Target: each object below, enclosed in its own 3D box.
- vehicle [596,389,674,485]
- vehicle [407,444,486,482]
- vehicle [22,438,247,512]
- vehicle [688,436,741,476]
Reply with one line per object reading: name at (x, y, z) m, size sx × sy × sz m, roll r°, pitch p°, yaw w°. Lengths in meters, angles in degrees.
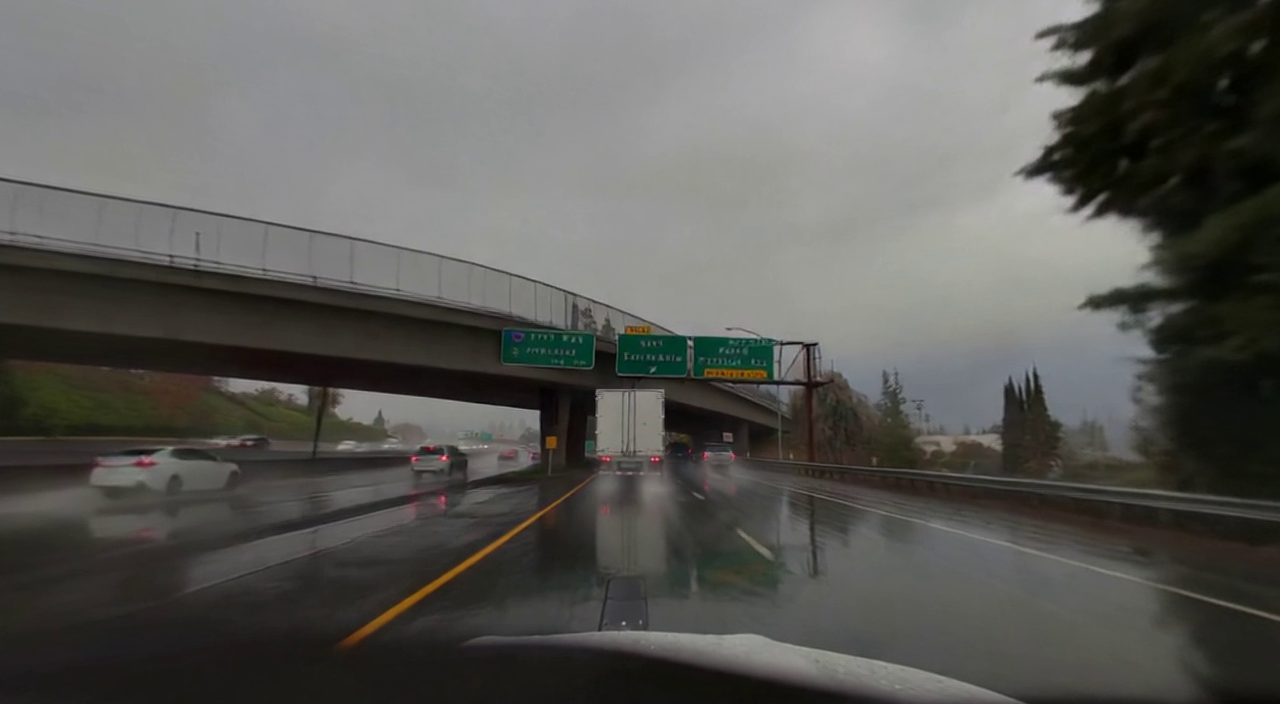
vehicle at (-0.279, 4.024, 29.225) m, size 2.916 × 3.584 × 10.841 m, roll 0°, pitch -9°, yaw -1°
vehicle at (-8.414, 4.853, 27.938) m, size 2.057 × 1.506 × 4.829 m, roll 0°, pitch -9°, yaw -2°
vehicle at (-11.840, 2.889, 15.267) m, size 1.906 × 1.510 × 4.303 m, roll 0°, pitch -9°, yaw -1°
vehicle at (3.963, 5.660, 34.509) m, size 2.174 × 1.968 × 5.016 m, roll 0°, pitch -9°, yaw -1°
